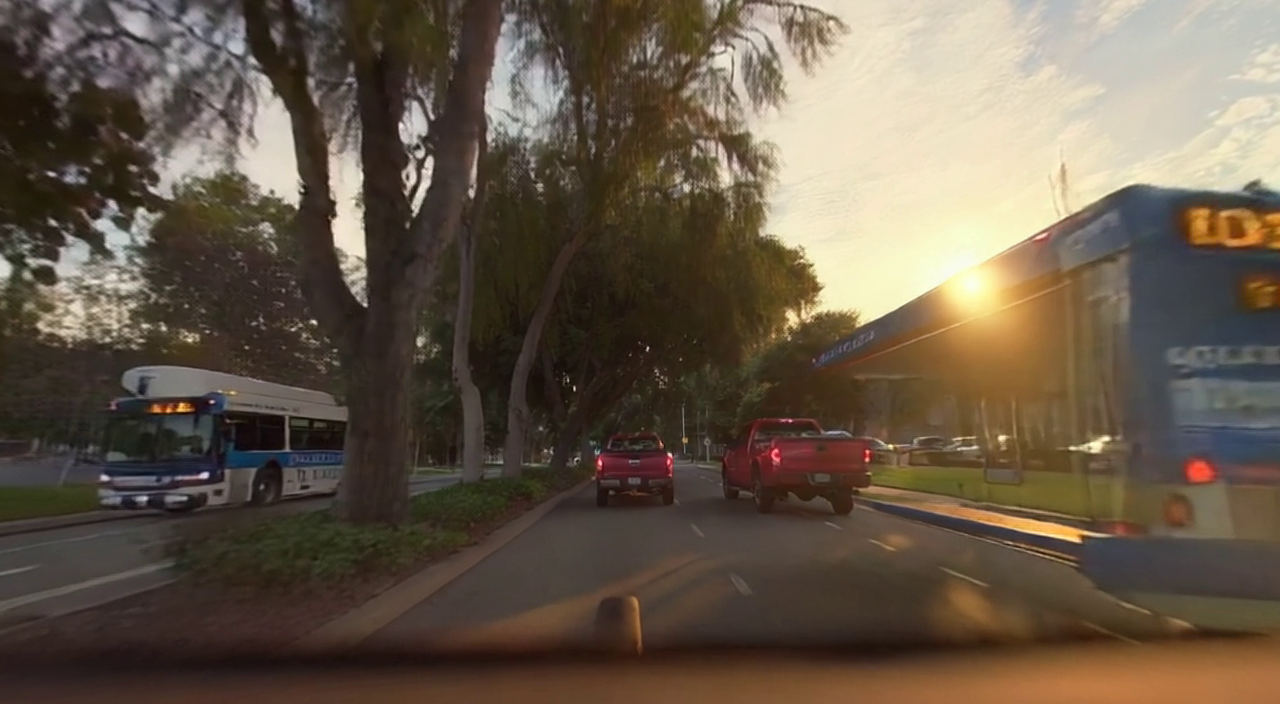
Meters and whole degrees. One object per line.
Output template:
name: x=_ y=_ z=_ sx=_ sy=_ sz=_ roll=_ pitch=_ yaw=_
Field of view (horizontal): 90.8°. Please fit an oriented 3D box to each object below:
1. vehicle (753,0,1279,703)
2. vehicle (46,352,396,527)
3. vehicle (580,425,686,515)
vehicle: x=3.840 y=0.729 z=6.471 sx=3.088 sy=3.057 sz=10.503 roll=0 pitch=-9 yaw=-2
vehicle: x=-12.111 y=2.947 z=20.989 sx=2.996 sy=4.022 sz=12.692 roll=0 pitch=-9 yaw=-1
vehicle: x=-0.135 y=2.867 z=15.922 sx=2.157 sy=1.816 sz=5.804 roll=0 pitch=-9 yaw=0
